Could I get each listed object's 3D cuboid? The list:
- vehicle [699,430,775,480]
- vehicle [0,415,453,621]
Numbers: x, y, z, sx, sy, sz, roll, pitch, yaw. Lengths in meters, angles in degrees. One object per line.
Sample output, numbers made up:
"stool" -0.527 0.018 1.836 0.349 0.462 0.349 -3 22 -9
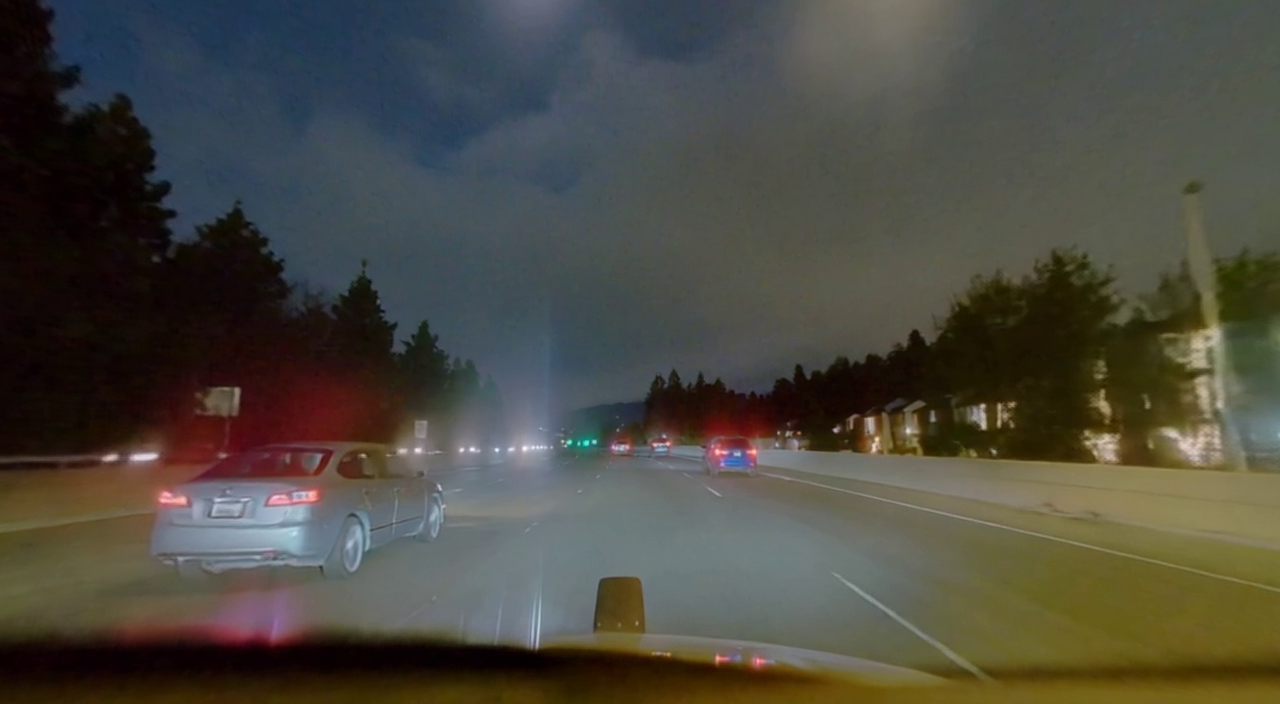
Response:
"vehicle" 3.539 3.844 23.791 2.092 1.686 4.188 0 -8 -2
"vehicle" -3.775 1.577 7.001 2.036 1.528 4.400 0 -8 0
